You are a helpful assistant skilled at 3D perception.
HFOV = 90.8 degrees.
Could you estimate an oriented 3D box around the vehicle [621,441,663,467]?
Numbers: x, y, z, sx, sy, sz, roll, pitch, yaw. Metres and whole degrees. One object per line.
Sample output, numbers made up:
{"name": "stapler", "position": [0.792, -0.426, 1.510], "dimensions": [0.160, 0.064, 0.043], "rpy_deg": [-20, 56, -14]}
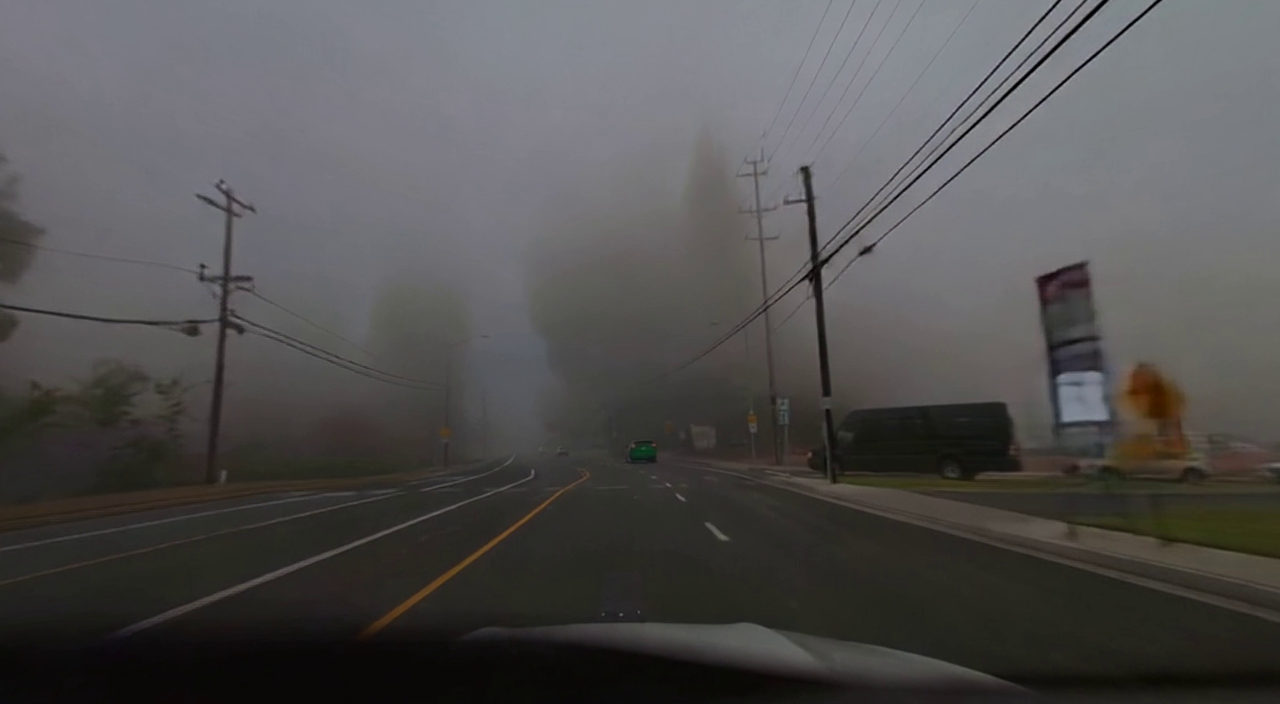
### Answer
{"name": "vehicle", "position": [0.068, 6.294, 39.131], "dimensions": [2.015, 1.467, 4.117], "rpy_deg": [1, -9, -8]}

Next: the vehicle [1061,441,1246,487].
{"name": "vehicle", "position": [17.274, 3.777, 21.540], "dimensions": [4.396, 1.447, 1.838], "rpy_deg": [-3, -9, 17]}

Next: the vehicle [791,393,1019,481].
{"name": "vehicle", "position": [10.391, 3.438, 25.206], "dimensions": [7.877, 3.013, 2.916], "rpy_deg": [-5, -10, 30]}
